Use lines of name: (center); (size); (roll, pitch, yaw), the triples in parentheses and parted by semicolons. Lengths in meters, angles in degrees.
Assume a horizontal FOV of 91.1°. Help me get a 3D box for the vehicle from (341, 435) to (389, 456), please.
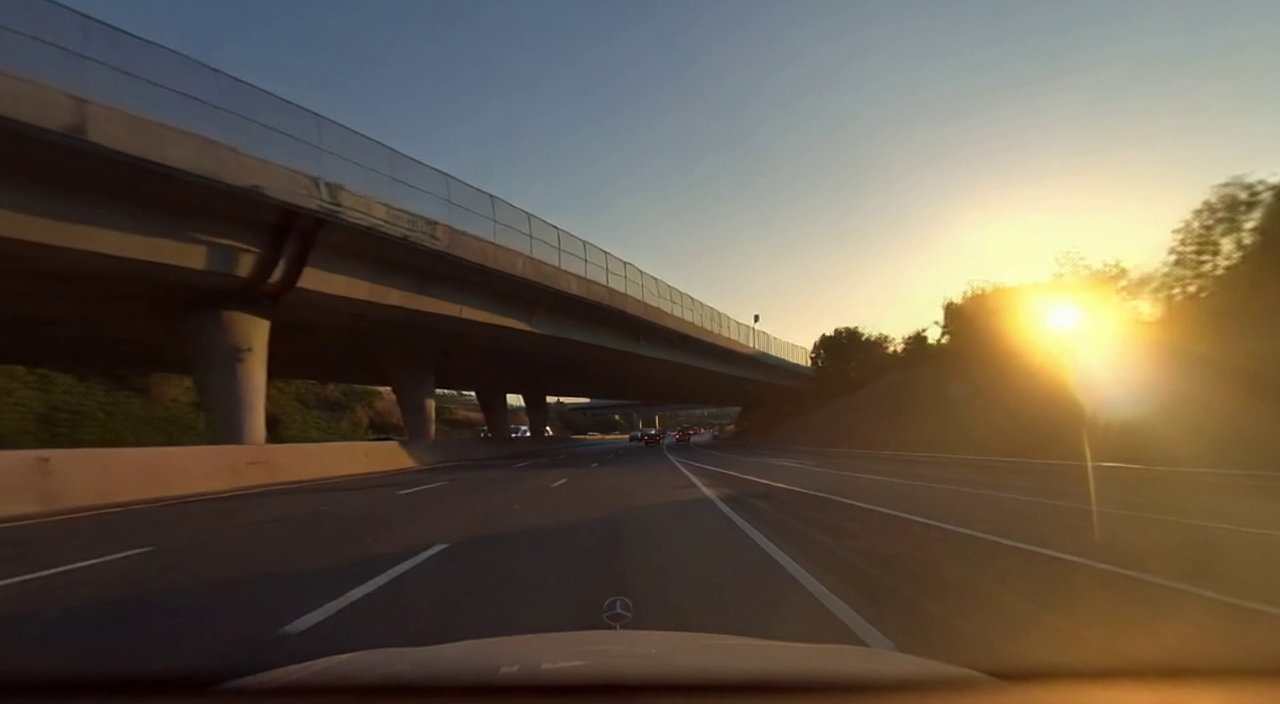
vehicle: (-21.295, 7.239, 48.849); (1.826, 1.518, 4.178); (0, -8, 1)
